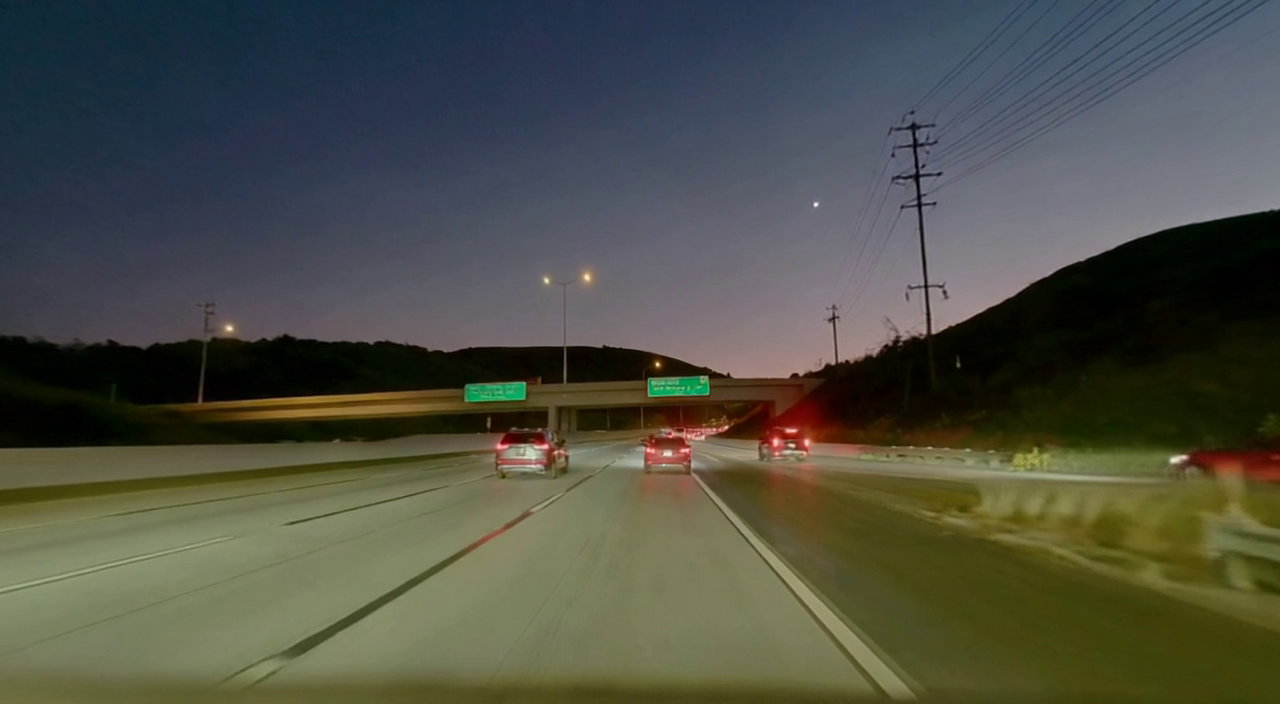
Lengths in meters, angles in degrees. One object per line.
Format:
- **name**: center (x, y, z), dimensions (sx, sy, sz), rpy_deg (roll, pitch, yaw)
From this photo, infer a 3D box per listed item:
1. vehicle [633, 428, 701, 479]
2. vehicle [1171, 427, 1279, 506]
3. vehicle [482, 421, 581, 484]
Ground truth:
- **vehicle**: center (0.900, 3.604, 22.564), dimensions (2.193, 1.651, 3.946), rpy_deg (0, -8, 1)
- **vehicle**: center (16.907, 2.871, 15.883), dimensions (2.059, 1.938, 4.793), rpy_deg (4, -9, -26)
- **vehicle**: center (-3.438, 3.321, 21.027), dimensions (2.228, 1.845, 4.847), rpy_deg (-1, -8, 3)
